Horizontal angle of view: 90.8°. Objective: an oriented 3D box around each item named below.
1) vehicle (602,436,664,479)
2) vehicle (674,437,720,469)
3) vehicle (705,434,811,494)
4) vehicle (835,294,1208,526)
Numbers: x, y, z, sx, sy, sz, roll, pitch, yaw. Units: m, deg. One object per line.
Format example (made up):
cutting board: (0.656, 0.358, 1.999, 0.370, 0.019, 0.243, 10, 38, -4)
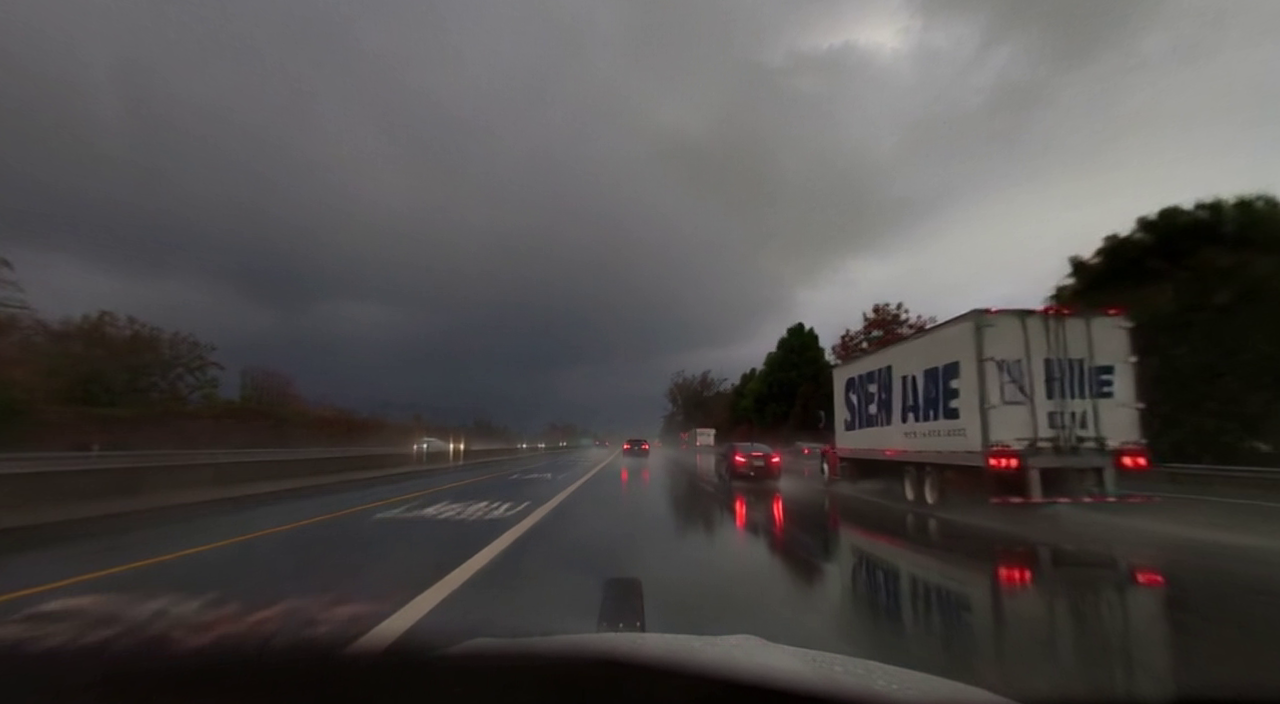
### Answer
vehicle: (-0.272, 3.923, 23.752, 2.098, 1.475, 3.997, 0, -8, -1)
vehicle: (2.908, 5.235, 32.951, 1.856, 1.517, 4.198, 0, -9, -2)
vehicle: (3.205, 3.167, 18.271, 1.993, 1.504, 4.781, 0, -9, -2)
vehicle: (7.305, 1.505, 14.283, 2.799, 3.655, 8.627, 0, -9, -1)
